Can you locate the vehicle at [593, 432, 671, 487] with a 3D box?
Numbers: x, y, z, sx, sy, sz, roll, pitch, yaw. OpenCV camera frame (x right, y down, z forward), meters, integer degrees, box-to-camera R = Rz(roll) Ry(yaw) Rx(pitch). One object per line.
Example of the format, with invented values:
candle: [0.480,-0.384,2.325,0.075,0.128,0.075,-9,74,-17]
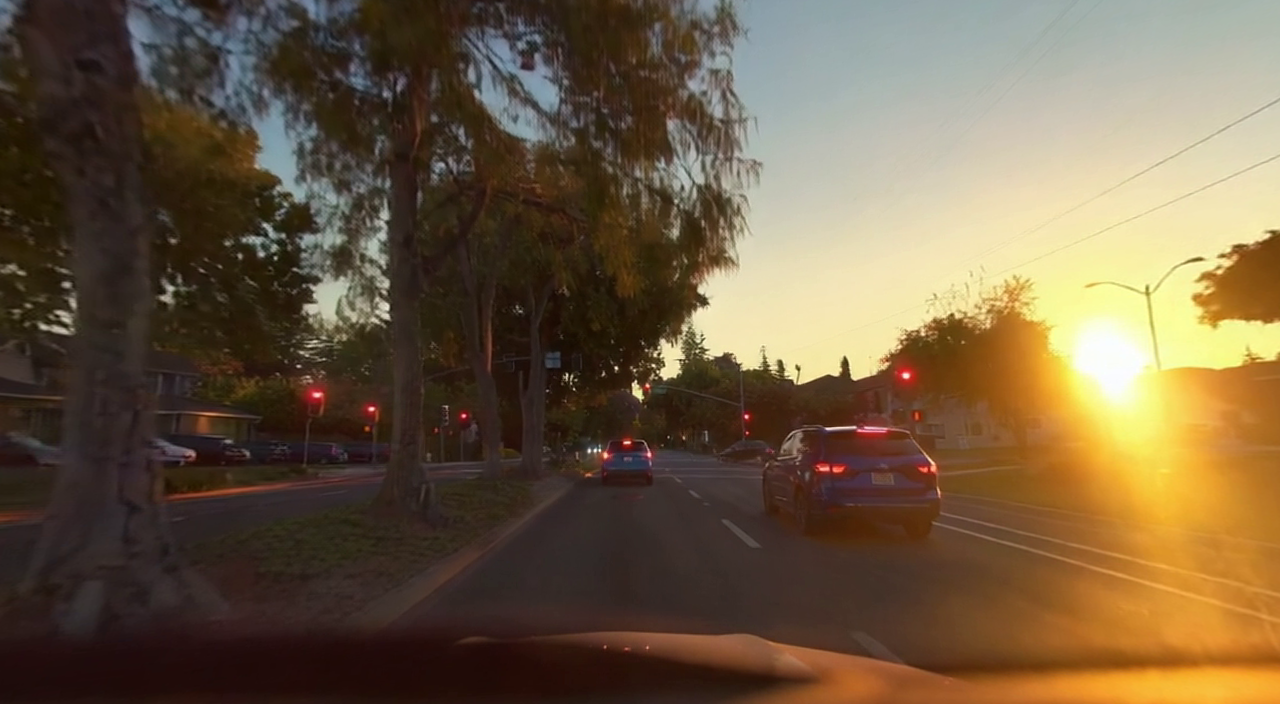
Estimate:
vehicle: [-0.232,3.360,20.096,2.177,1.512,4.682,0,-8,0]

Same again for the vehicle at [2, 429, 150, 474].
vehicle: [-29.011,5.108,32.807,5.335,2.076,2.209,3,-10,-33]

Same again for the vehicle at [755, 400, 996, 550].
vehicle: [3.208,1.790,9.779,2.046,1.768,4.370,0,-8,0]
